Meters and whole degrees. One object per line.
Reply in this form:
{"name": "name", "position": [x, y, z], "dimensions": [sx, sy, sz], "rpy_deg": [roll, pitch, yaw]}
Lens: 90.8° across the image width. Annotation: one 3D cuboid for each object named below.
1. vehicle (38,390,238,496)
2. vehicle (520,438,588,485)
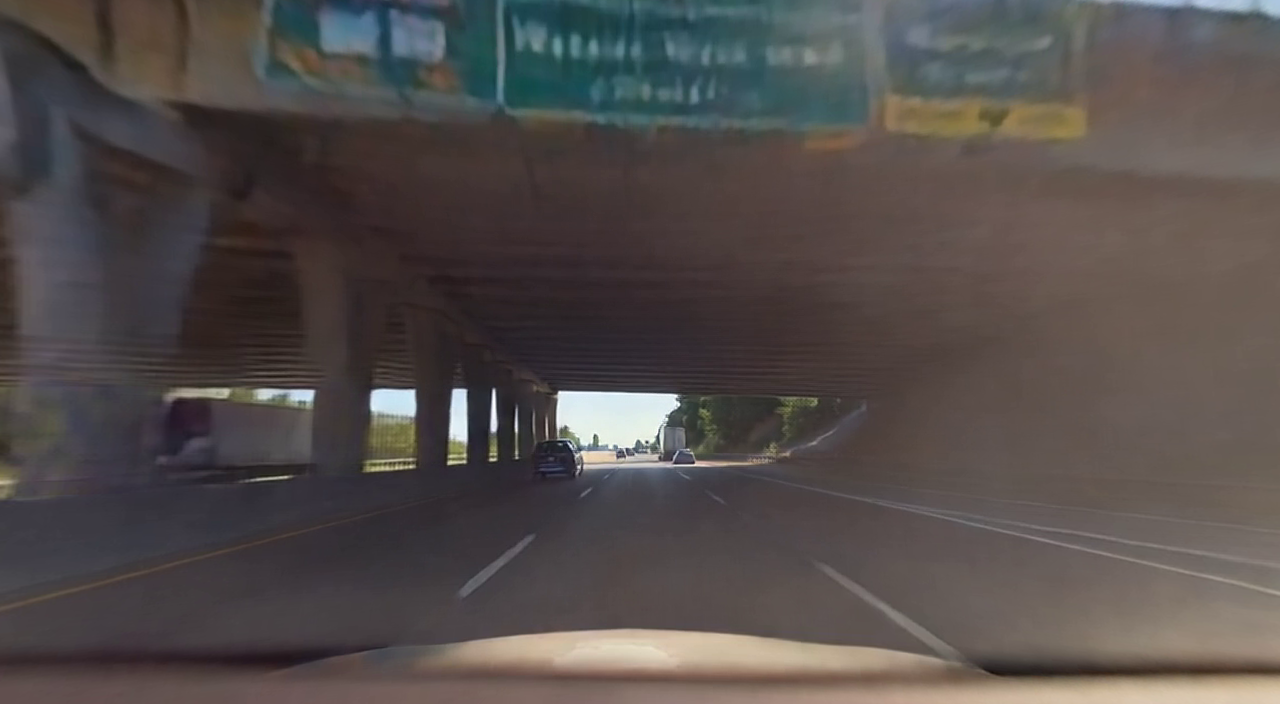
{"name": "vehicle", "position": [-20.079, 3.745, 25.876], "dimensions": [2.995, 3.822, 6.024], "rpy_deg": [0, -9, 0]}
{"name": "vehicle", "position": [-3.556, 4.645, 26.972], "dimensions": [2.238, 1.792, 4.518], "rpy_deg": [0, -9, 0]}
